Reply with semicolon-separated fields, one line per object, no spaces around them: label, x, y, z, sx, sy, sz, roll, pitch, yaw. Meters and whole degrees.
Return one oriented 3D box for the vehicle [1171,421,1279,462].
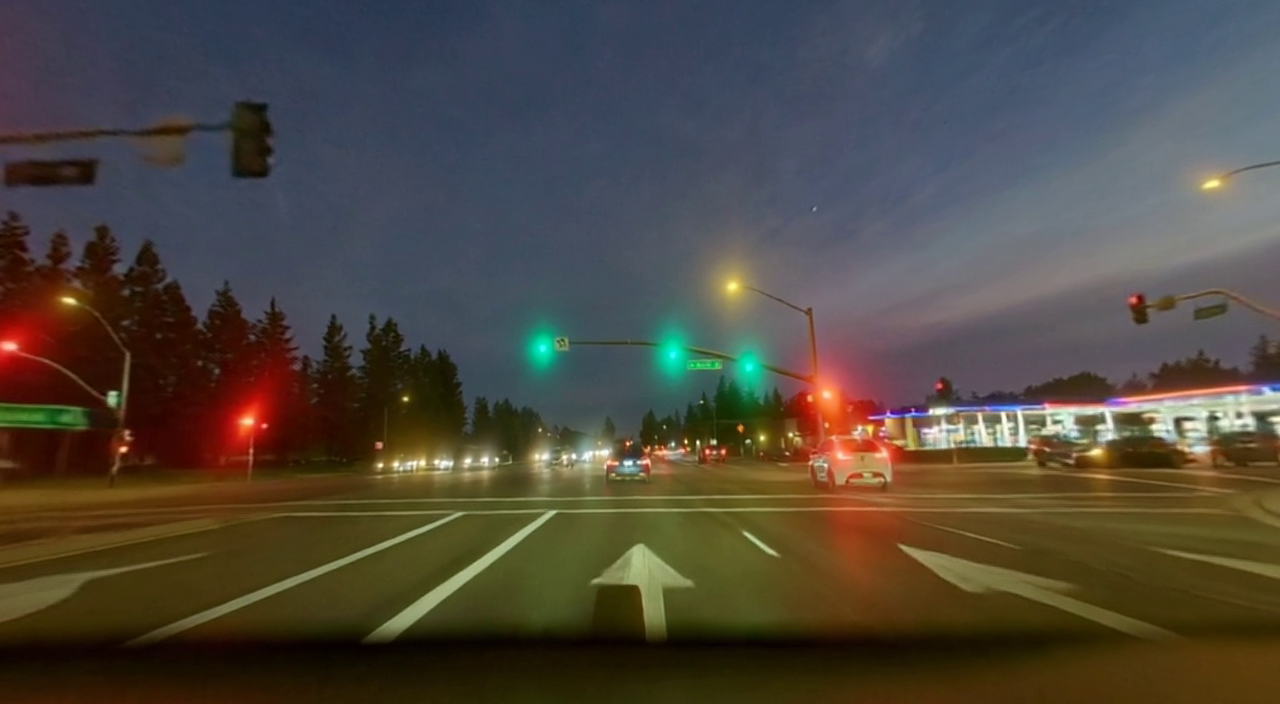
vehicle;27.420;4.066;28.804;4.724;1.793;1.777;0;-9;0

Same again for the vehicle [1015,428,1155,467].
vehicle;20.095;4.351;28.699;4.796;1.488;1.966;-2;-9;-1

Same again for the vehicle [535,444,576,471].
vehicle;-5.526;6.932;41.851;1.990;1.673;4.436;0;-9;1

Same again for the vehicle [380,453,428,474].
vehicle;-18.094;8.560;48.678;2.018;1.472;4.559;0;-9;-1

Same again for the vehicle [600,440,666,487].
vehicle;-0.238;3.799;21.768;2.040;1.451;3.736;0;-9;-1

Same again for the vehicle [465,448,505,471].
vehicle;-11.859;8.228;48.618;1.944;1.647;4.395;0;-9;0

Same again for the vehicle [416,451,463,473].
vehicle;-14.903;8.211;47.322;2.001;1.463;4.673;0;-9;0

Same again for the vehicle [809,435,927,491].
vehicle;6.653;3.289;19.039;1.890;1.489;4.396;0;-9;0
